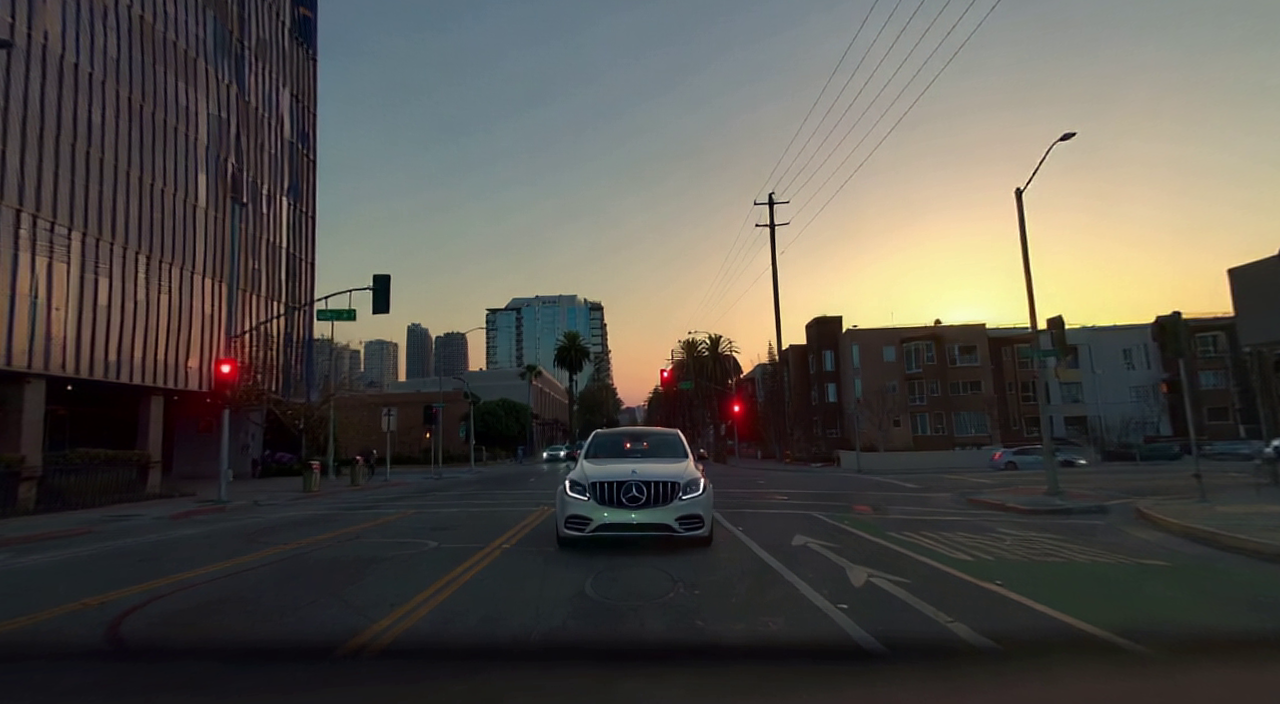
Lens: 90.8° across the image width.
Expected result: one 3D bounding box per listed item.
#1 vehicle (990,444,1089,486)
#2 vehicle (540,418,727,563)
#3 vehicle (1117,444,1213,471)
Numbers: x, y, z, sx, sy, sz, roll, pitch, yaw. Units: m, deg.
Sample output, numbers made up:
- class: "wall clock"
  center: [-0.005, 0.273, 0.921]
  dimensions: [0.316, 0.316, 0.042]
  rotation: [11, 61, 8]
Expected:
- class: "vehicle"
  center: [16.633, 4.625, 26.222]
  dimensions: [4.118, 1.593, 2.004]
  rotation: [6, -10, -36]
- class: "vehicle"
  center: [-0.083, 1.877, 9.225]
  dimensions: [2.144, 1.643, 3.770]
  rotation: [0, -8, 0]
- class: "vehicle"
  center: [32.162, 6.463, 38.761]
  dimensions: [4.234, 1.613, 1.812]
  rotation: [0, -8, -1]
